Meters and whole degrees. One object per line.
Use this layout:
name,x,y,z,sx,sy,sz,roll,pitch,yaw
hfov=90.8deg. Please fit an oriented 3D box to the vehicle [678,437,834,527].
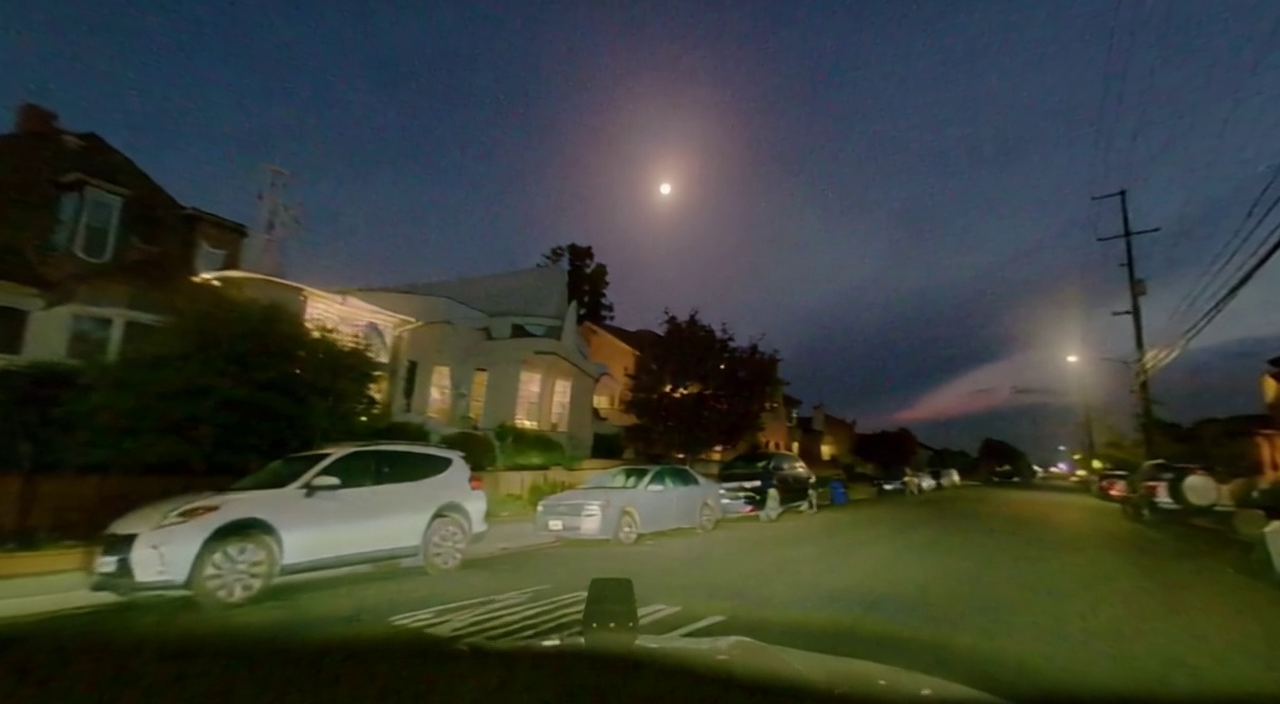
vehicle,3.226,3.442,16.850,2.194,1.995,4.814,-9,-14,34

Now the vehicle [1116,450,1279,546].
vehicle,15.027,3.742,17.158,2.547,2.075,5.693,-5,-10,30

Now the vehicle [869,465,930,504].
vehicle,13.303,6.688,32.215,1.971,1.648,4.638,-5,-10,32

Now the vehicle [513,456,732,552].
vehicle,-0.111,2.772,11.951,1.823,1.427,4.407,-8,-14,34

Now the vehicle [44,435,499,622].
vehicle,-3.671,1.798,7.060,1.754,1.437,3.885,-7,-14,33
